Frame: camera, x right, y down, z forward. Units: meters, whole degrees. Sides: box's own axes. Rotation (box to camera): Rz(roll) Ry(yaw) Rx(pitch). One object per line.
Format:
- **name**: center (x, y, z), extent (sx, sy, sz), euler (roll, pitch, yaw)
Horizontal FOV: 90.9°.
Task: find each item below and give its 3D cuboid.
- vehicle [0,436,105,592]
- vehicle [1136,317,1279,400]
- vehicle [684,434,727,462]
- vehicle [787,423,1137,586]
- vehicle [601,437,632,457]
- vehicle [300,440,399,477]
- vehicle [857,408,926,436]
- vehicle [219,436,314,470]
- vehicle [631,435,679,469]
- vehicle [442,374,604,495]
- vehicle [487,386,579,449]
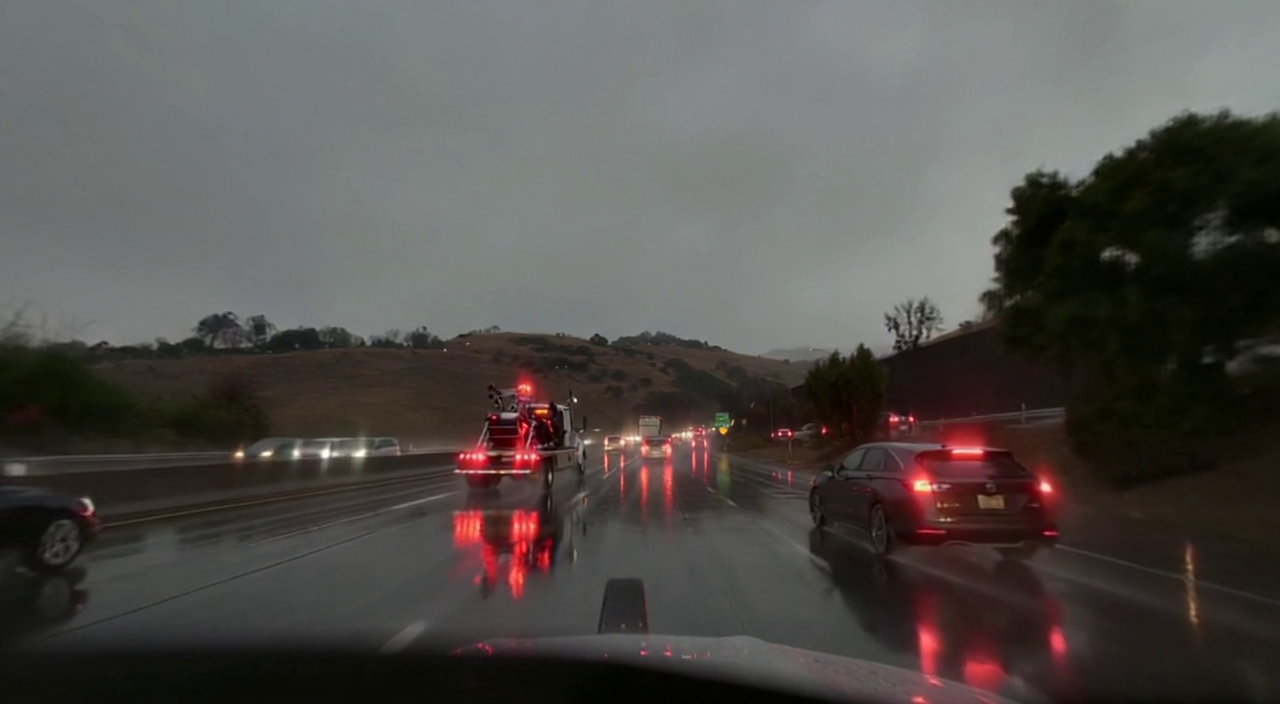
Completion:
- **vehicle**: center (-6.814, 1.262, 4.295), extent (1.964, 1.395, 4.948), euler (0, -8, 1)
- **vehicle**: center (15.565, 0.254, 16.157), extent (1.979, 1.616, 4.268), euler (1, -8, -5)
- **vehicle**: center (3.968, 5.943, 39.117), extent (2.075, 1.614, 4.682), euler (0, -8, -1)
- **vehicle**: center (3.488, 1.720, 8.012), extent (2.040, 1.481, 4.260), euler (0, -8, -3)
- **vehicle**: center (-1.763, 7.425, 49.354), extent (2.016, 1.450, 4.310), euler (0, -8, 3)
- **vehicle**: center (-12.755, 4.687, 28.052), extent (2.109, 1.471, 4.367), euler (0, -8, 3)
- **vehicle**: center (14.044, 4.000, 35.530), extent (1.930, 1.454, 4.126), euler (1, -8, -4)
- **vehicle**: center (-19.395, 5.245, 33.020), extent (2.043, 1.619, 4.442), euler (0, -8, 3)
- **vehicle**: center (0.671, 4.660, 29.521), extent (2.079, 1.499, 3.915), euler (0, -8, 1)
- **vehicle**: center (-3.144, 2.744, 20.569), extent (3.162, 2.955, 10.282), euler (0, -8, 1)
- **vehicle**: center (-3.112, 2.115, 19.424), extent (1.893, 1.674, 4.766), euler (0, -8, 1)
